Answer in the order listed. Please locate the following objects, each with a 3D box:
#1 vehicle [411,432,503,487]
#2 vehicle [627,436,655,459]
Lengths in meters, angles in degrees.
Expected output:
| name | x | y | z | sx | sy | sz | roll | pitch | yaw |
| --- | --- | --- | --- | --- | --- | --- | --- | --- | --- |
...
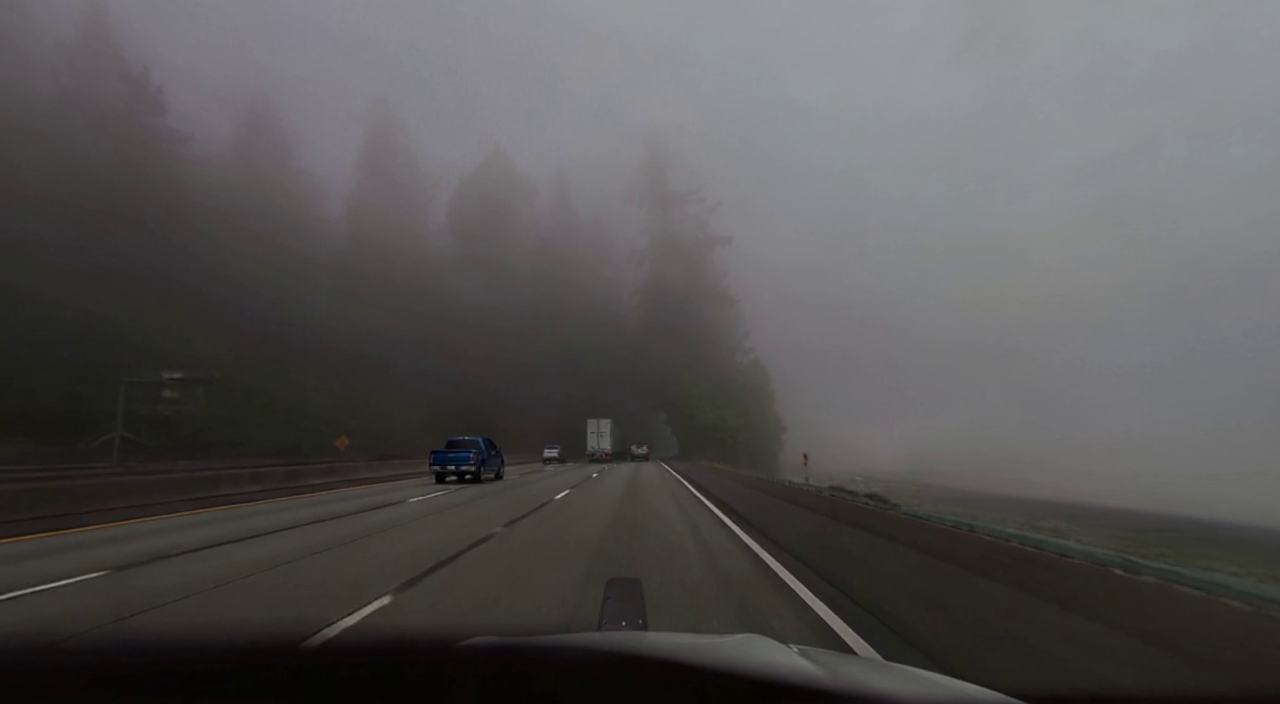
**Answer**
| name | x | y | z | sx | sy | sz | roll | pitch | yaw |
| --- | --- | --- | --- | --- | --- | --- | --- | --- | --- |
| vehicle | -6.830 | 4.047 | 24.169 | 2.149 | 1.884 | 4.627 | 0 | -8 | -1 |
| vehicle | 0.075 | 7.403 | 48.997 | 2.072 | 1.630 | 4.529 | 0 | -8 | 0 |
